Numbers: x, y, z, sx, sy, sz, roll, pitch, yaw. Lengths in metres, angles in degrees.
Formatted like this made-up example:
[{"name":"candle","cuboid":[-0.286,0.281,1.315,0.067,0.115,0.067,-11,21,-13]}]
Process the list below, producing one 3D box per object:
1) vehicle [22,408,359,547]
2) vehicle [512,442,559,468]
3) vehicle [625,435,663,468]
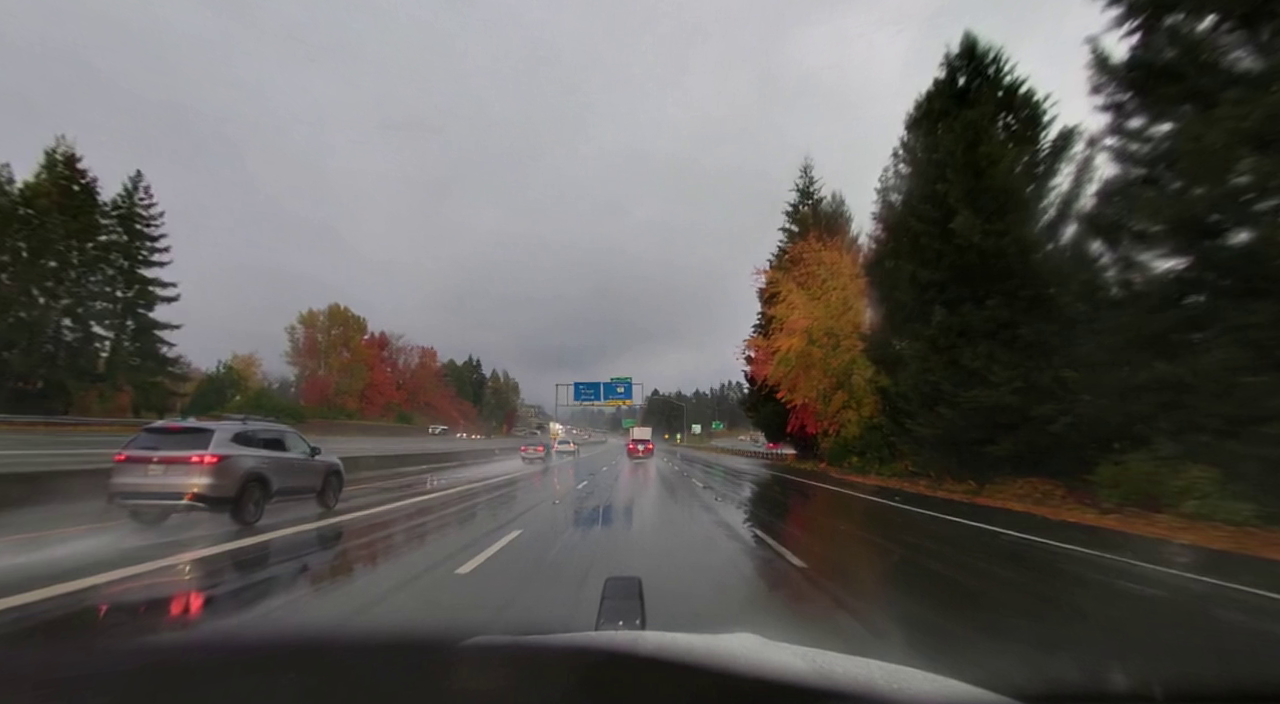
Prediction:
[{"name":"vehicle","cuboid":[-7.136,2.052,10.973,2.146,1.834,4.999,0,-9,0]},{"name":"vehicle","cuboid":[-6.417,6.363,39.149,2.074,1.495,4.643,0,-9,1]},{"name":"vehicle","cuboid":[0.224,6.123,38.947,2.245,1.863,4.801,0,-9,0]}]
